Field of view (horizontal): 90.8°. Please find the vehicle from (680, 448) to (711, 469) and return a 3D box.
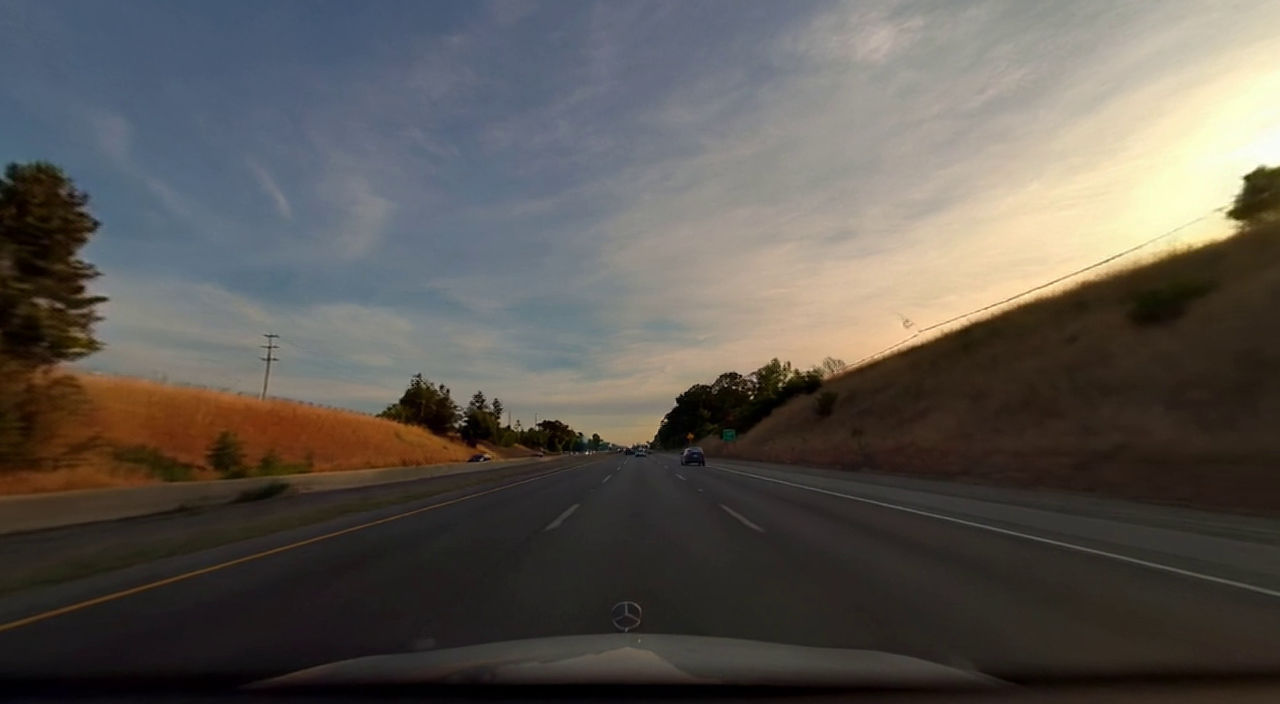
[{"bbox_3d":[4.185,8.134,48.358,1.934,1.498,3.838,0,-9,-2],"label":"vehicle"}]
